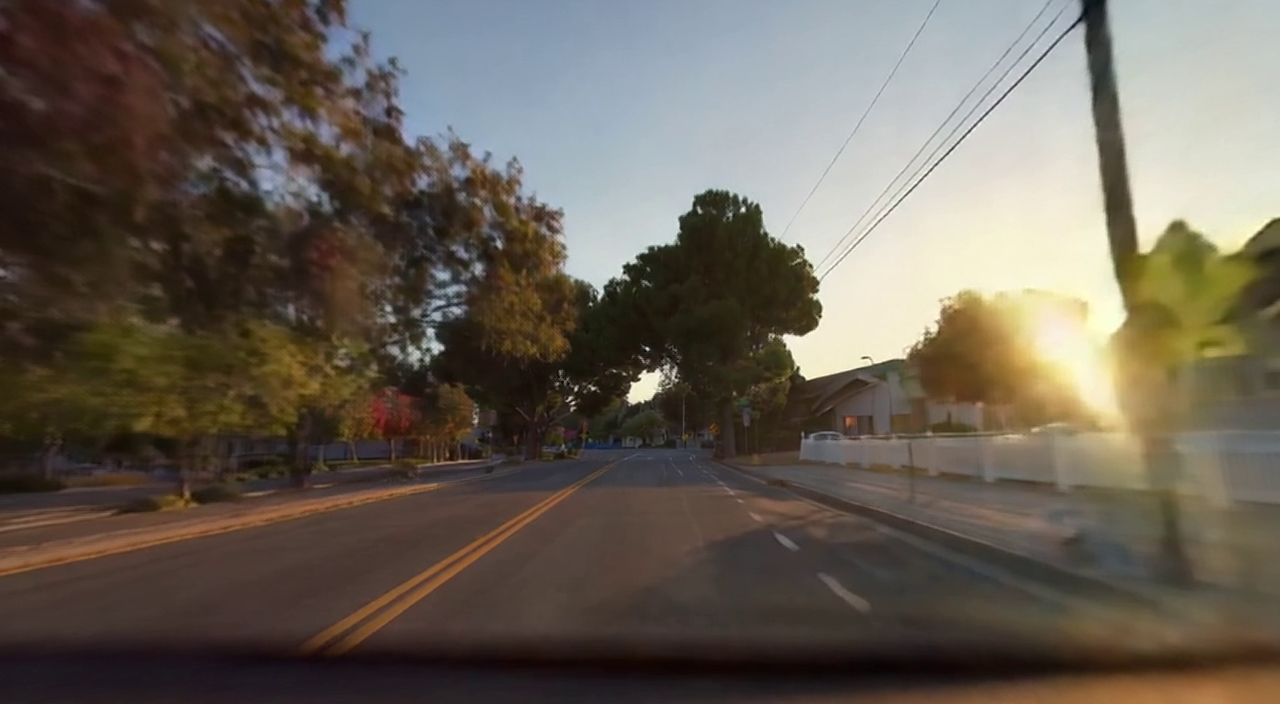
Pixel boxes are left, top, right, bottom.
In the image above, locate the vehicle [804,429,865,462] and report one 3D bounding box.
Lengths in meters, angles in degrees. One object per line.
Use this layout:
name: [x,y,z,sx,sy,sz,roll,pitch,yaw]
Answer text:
vehicle: [10.842,5.254,35.556,1.938,1.695,4.296,0,-8,-1]
